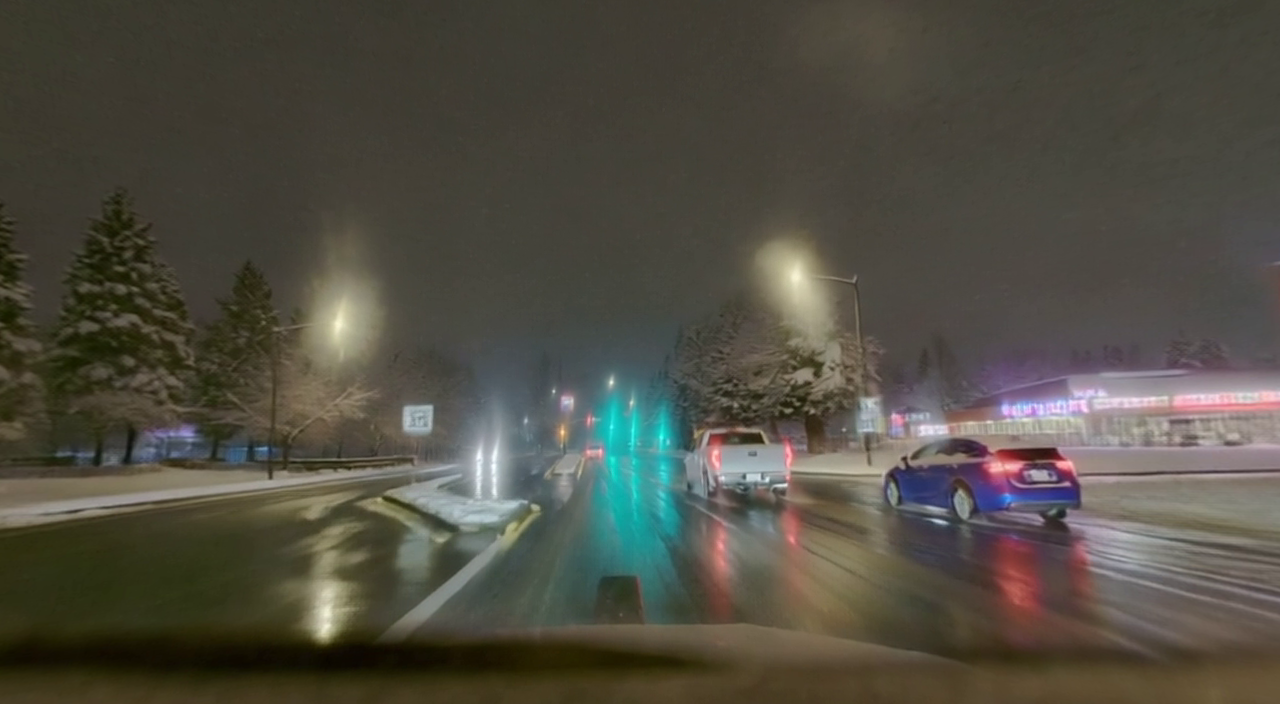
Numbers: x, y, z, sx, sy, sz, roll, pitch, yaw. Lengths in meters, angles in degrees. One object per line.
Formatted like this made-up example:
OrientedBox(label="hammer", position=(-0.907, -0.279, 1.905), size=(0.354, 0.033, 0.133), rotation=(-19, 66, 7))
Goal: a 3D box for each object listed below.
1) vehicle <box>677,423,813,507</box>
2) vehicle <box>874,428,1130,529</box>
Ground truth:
OrientedBox(label="vehicle", position=(2.384, 2.771, 15.932), size=(2.214, 1.749, 4.998), rotation=(1, -9, -4))
OrientedBox(label="vehicle", position=(6.254, 2.222, 11.671), size=(1.986, 1.480, 4.296), rotation=(0, -9, -4))
